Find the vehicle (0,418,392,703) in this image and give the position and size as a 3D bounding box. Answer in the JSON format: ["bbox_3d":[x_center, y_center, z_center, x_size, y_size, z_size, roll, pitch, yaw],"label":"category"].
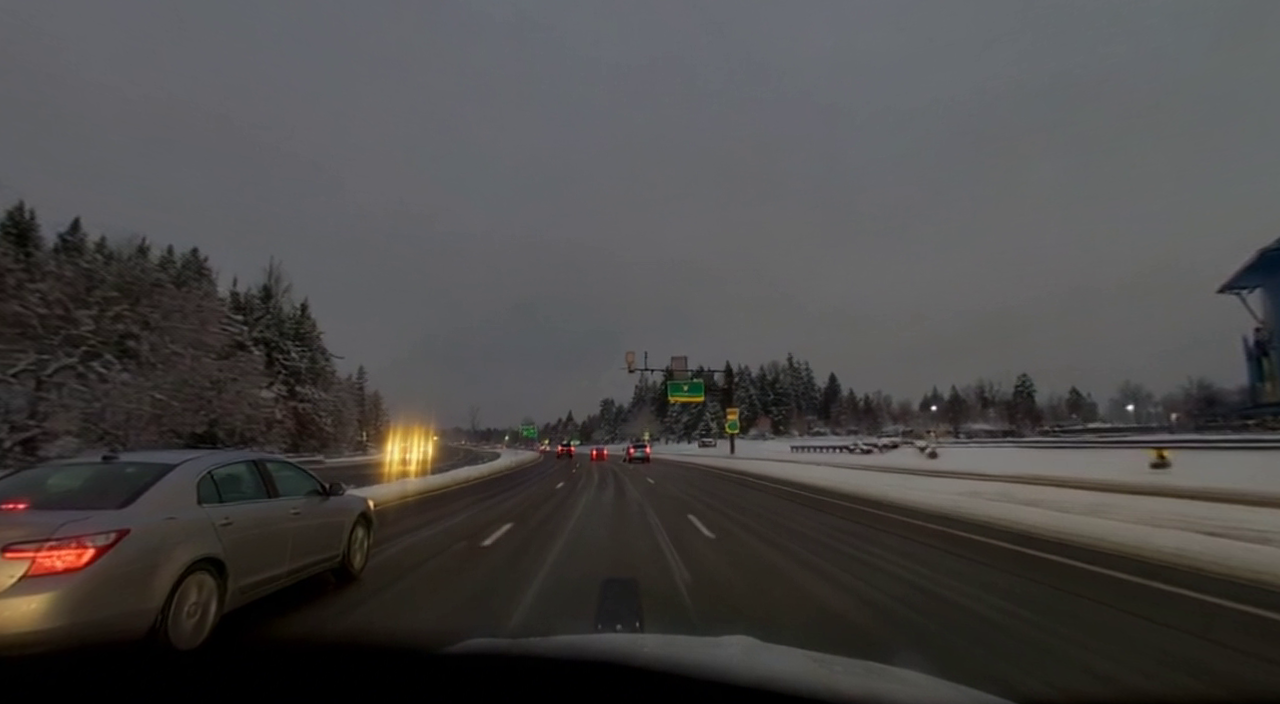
[{"bbox_3d":[-3.999,1.399,5.394,2.018,1.476,4.364,0,-8,-1],"label":"vehicle"}]
